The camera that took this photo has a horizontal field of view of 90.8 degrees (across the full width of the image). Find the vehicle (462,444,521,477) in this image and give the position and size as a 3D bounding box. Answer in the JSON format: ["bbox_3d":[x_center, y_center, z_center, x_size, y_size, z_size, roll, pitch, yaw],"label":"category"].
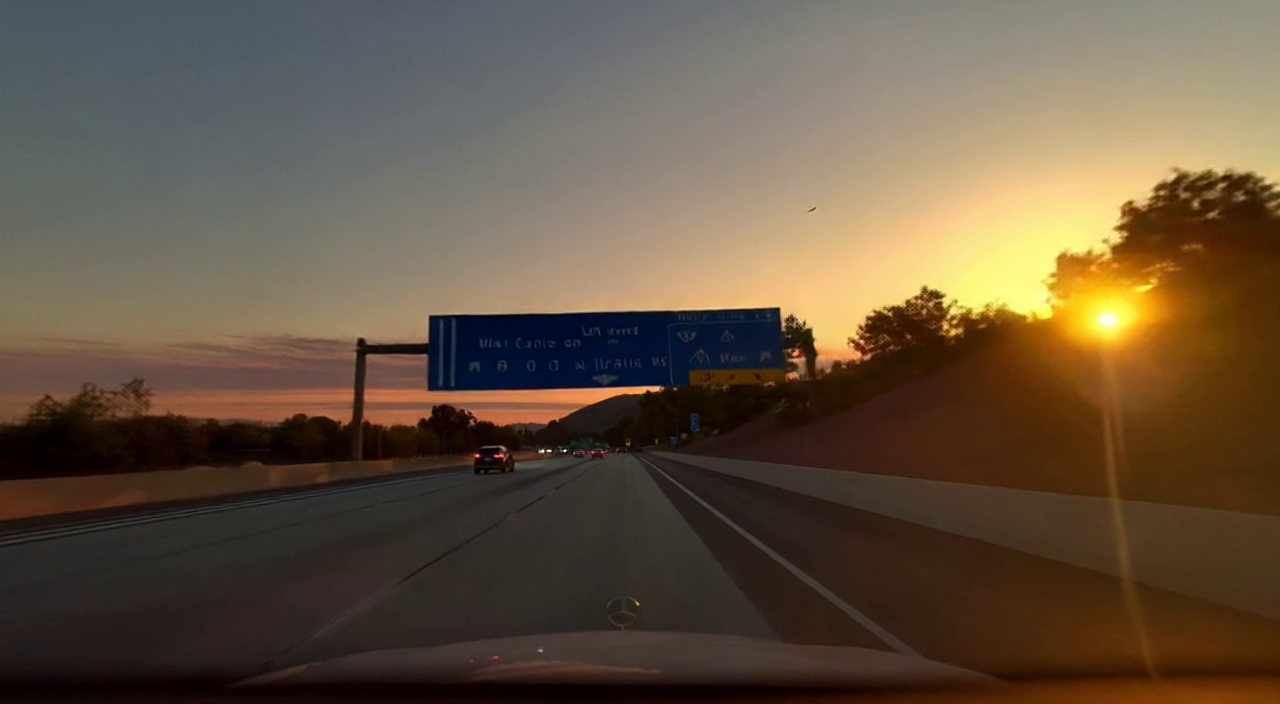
[{"bbox_3d":[-7.795,5.726,33.572,2.098,1.606,4.227,0,-9,0],"label":"vehicle"}]
